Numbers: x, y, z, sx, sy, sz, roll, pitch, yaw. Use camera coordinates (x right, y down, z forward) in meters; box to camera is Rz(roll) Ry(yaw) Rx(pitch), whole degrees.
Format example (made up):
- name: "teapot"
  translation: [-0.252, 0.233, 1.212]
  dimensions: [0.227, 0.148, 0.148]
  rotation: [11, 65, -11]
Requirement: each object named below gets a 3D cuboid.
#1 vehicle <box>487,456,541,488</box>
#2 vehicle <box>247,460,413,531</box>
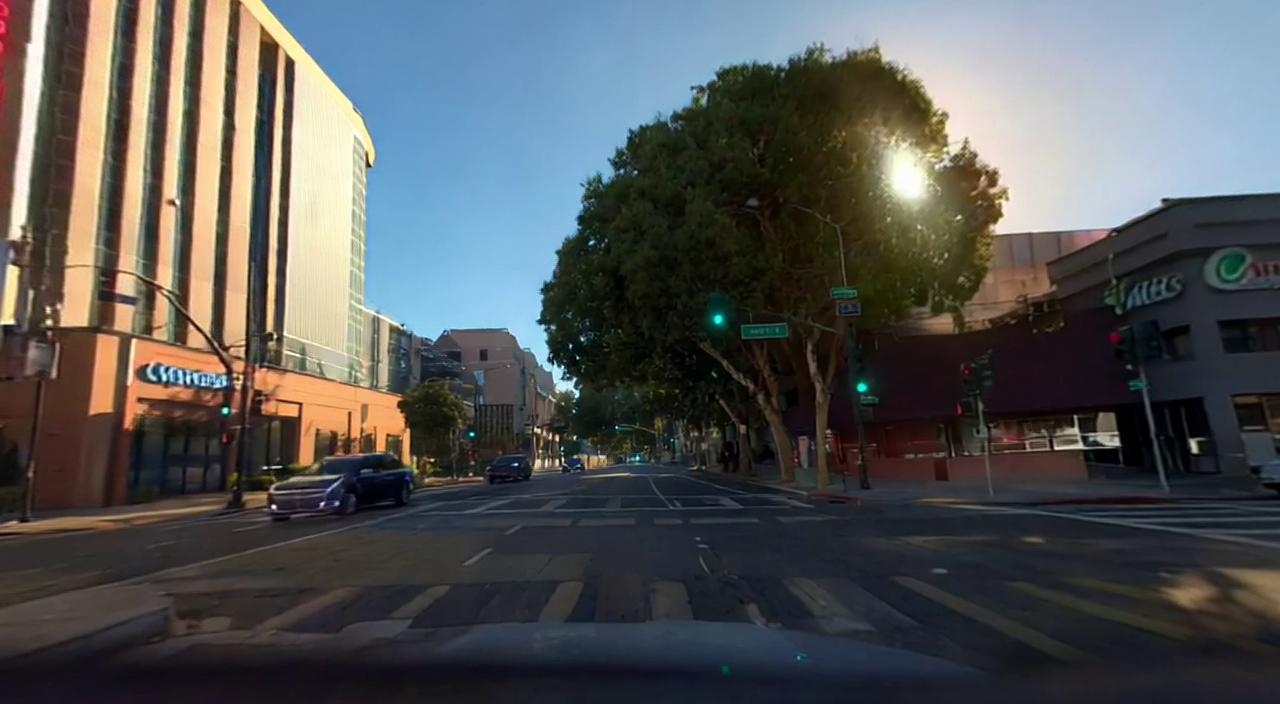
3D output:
- name: "vehicle"
  translation: [-6.702, 6.419, 34.014]
  dimensions: [1.897, 1.537, 3.770]
  rotation: [-1, -9, 4]
- name: "vehicle"
  translation: [-7.551, 3.501, 15.945]
  dimensions: [1.893, 1.451, 4.276]
  rotation: [-1, -9, 2]
